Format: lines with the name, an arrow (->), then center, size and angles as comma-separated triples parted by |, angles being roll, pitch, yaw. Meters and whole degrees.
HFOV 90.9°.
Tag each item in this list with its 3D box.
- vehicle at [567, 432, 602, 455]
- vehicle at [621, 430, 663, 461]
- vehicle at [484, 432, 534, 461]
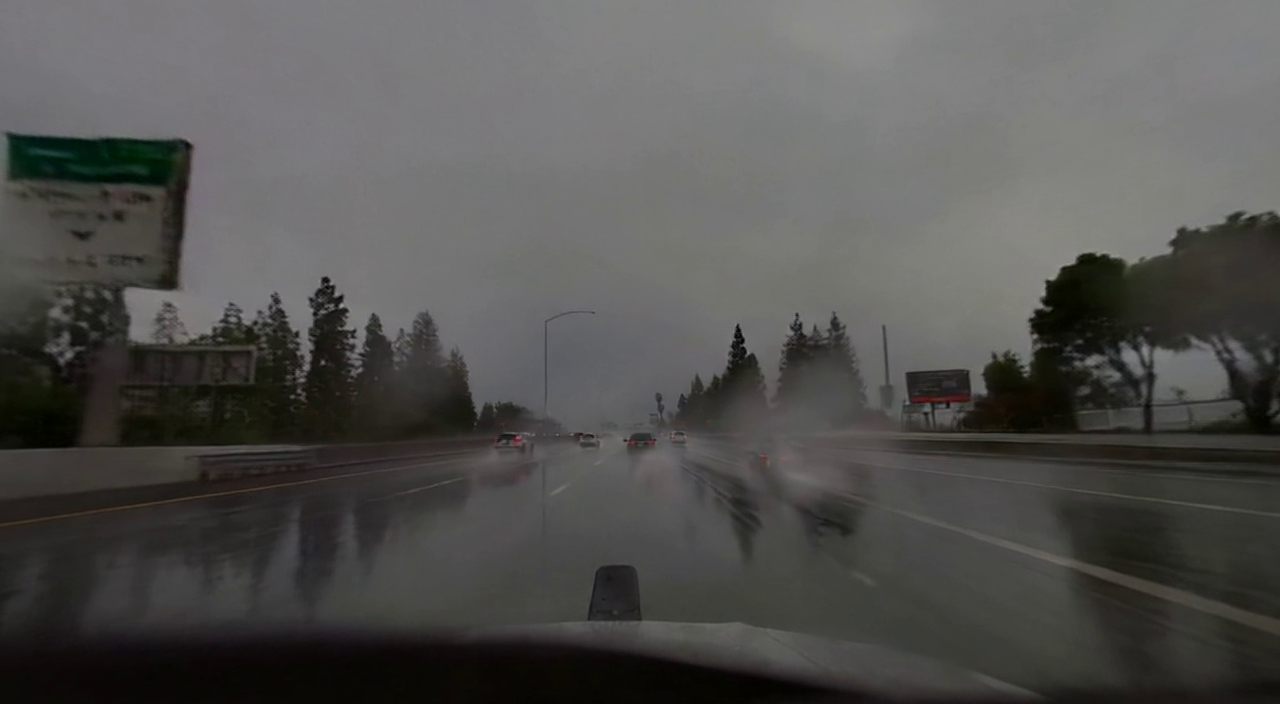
vehicle -> -3.827, 6.385, 44.218 | 2.103, 1.512, 4.155 | 0, -8, 0
vehicle -> 0.068, 5.345, 36.199 | 2.240, 1.646, 4.949 | 0, -8, -1
vehicle -> -7.585, 5.503, 36.888 | 2.009, 1.537, 4.449 | 0, -8, 0
